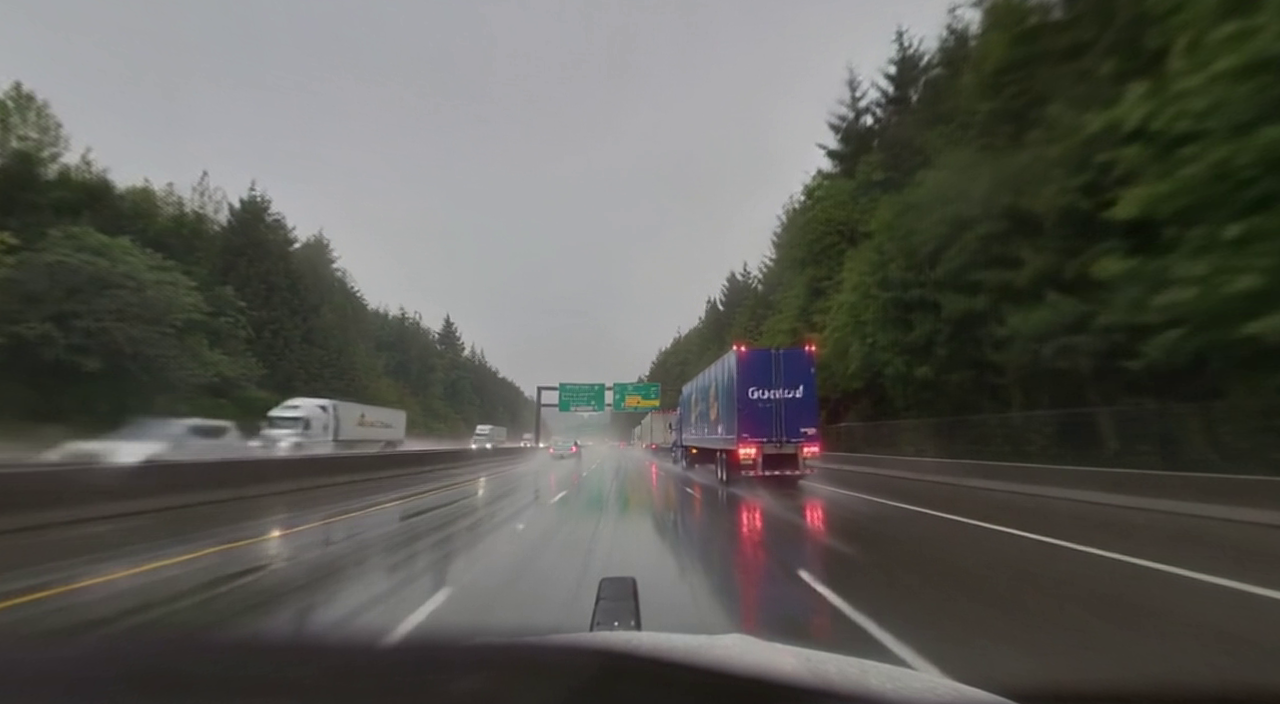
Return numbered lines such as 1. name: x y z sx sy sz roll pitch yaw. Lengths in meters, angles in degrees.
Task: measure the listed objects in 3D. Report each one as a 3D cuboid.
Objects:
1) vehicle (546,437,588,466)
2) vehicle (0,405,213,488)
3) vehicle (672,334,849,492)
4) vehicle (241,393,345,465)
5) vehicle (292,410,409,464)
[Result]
1. vehicle: -4.490 6.148 39.138 2.206 1.644 4.027 0 -8 -1
2. vehicle: -13.147 2.267 15.206 2.080 1.652 5.232 0 -8 -2
3. vehicle: 3.380 2.471 22.794 3.116 3.992 13.748 0 -8 -2
4. vehicle: -20.978 4.746 38.538 3.161 3.935 6.116 -1 -8 -4
5. vehicle: -21.136 6.438 47.437 2.782 3.431 14.254 0 -8 -3
